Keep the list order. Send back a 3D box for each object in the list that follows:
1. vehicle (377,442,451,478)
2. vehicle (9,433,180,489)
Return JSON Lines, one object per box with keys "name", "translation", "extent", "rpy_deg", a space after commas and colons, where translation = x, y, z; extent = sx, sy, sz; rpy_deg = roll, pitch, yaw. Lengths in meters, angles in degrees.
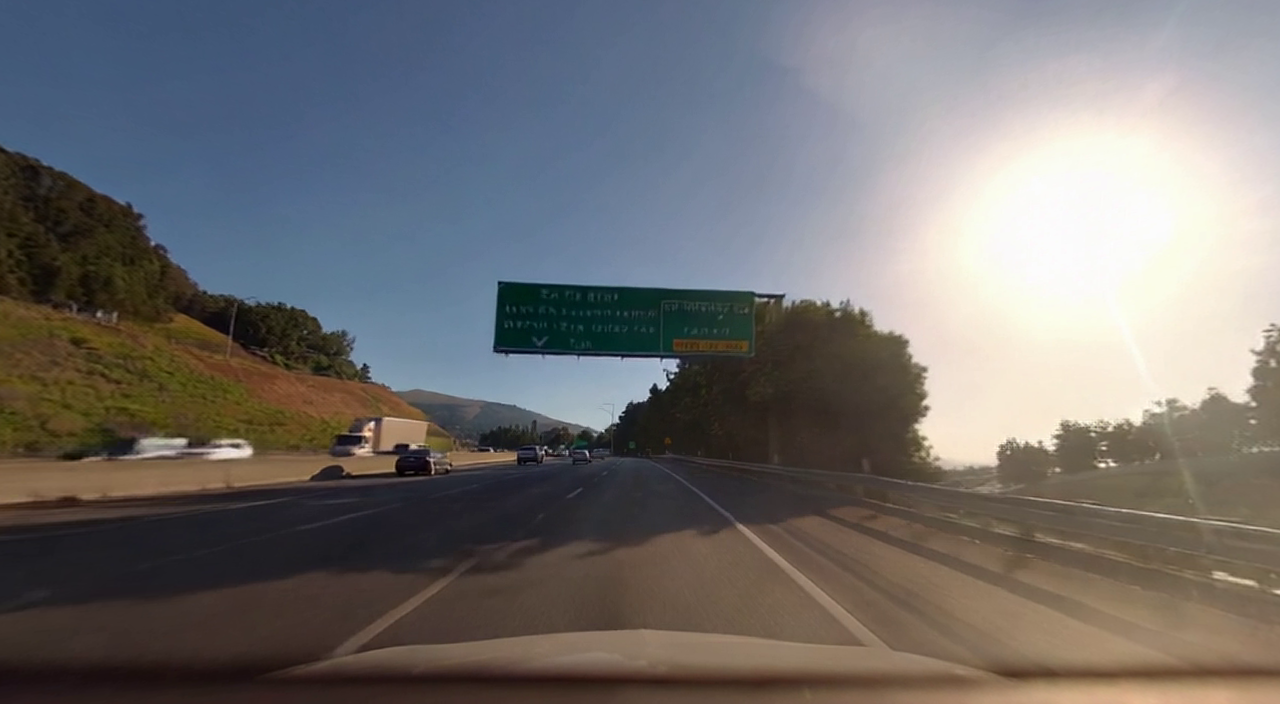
{"name": "vehicle", "translation": [-11.108, 5.333, 31.264], "extent": [2.001, 1.625, 4.528], "rpy_deg": [0, -8, 0]}
{"name": "vehicle", "translation": [-18.057, 3.622, 21.122], "extent": [1.882, 1.670, 4.243], "rpy_deg": [0, -8, 0]}
